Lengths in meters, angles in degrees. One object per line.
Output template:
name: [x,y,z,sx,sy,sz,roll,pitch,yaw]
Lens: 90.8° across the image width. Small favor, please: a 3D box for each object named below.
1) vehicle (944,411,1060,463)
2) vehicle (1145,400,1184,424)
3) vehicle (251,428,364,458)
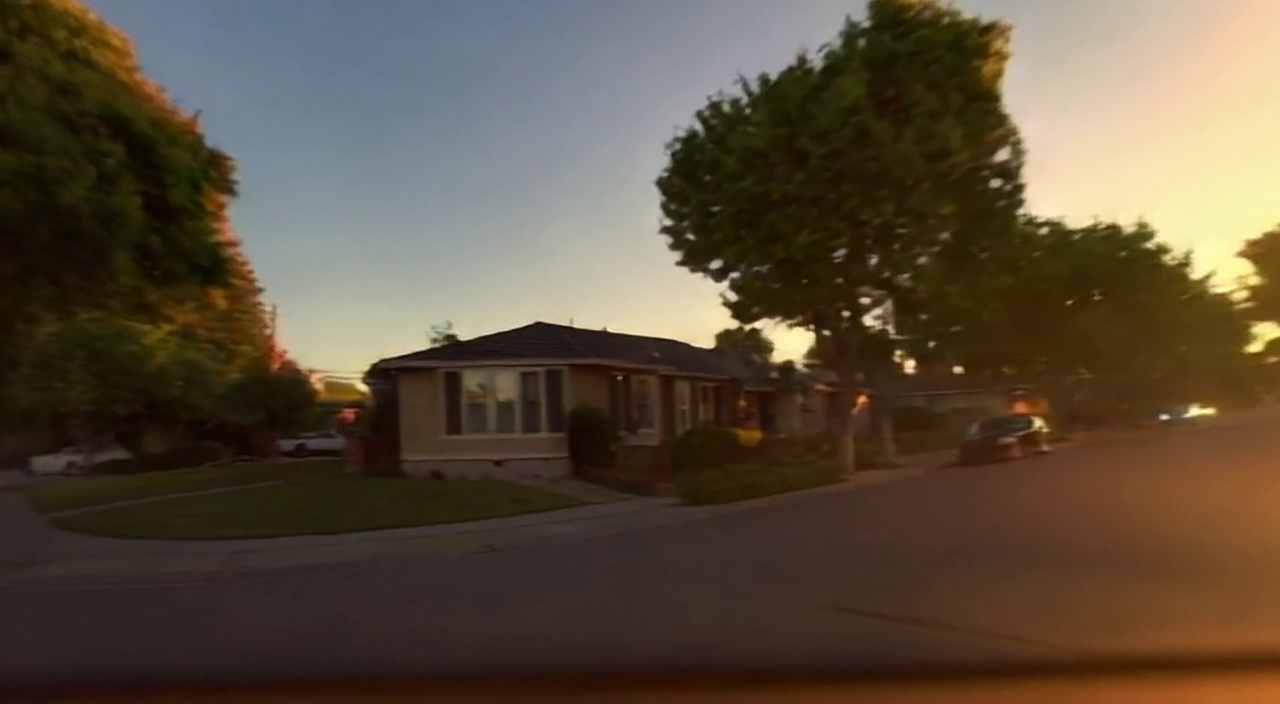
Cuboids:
vehicle: [11.774,2.742,20.439,4.292,1.490,1.954,7,-11,-42]
vehicle: [41.530,4.787,49.988,4.066,1.655,1.805,7,-11,-44]
vehicle: [-17.434,4.770,33.273,4.799,1.469,2.010,7,-11,-44]
